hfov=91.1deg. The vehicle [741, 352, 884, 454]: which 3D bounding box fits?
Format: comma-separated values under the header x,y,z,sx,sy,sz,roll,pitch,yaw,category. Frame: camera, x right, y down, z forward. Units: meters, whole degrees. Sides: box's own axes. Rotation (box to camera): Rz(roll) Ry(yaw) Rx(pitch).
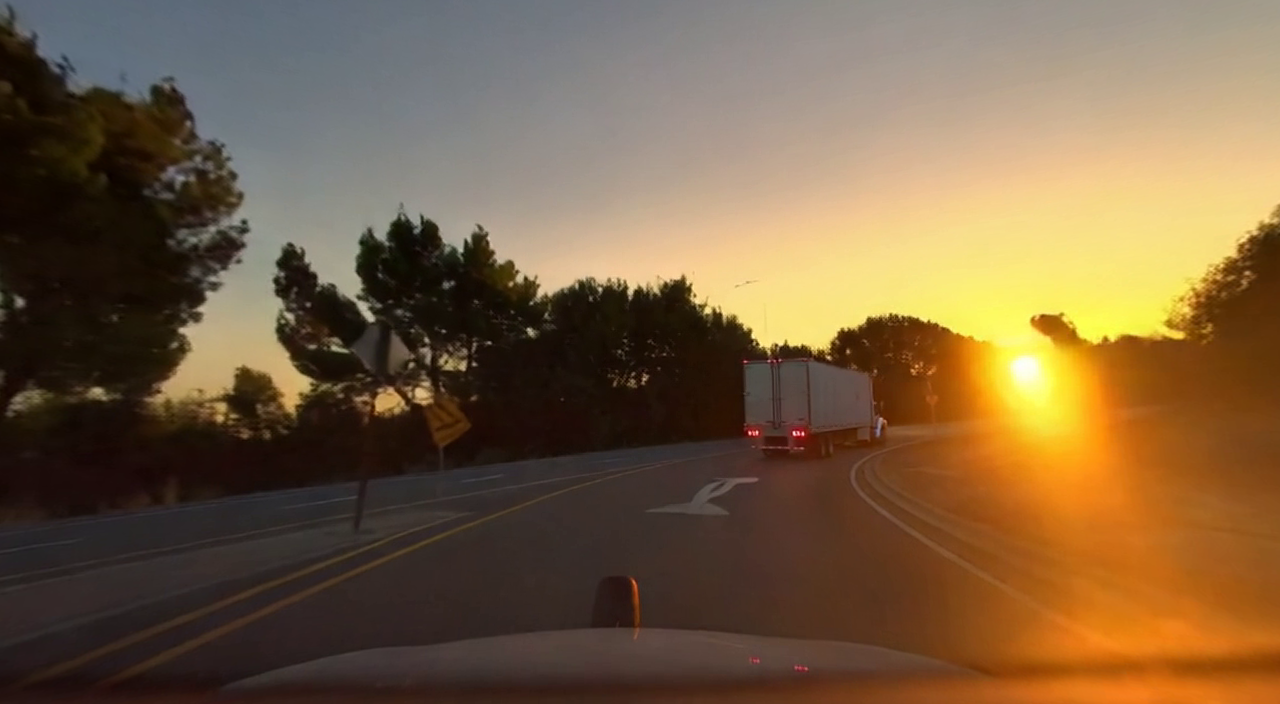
x,y,z,sx,sy,sz,roll,pitch,yaw,category
8.057,2.534,27.994,2.837,3.712,10.484,-5,-9,33,vehicle
